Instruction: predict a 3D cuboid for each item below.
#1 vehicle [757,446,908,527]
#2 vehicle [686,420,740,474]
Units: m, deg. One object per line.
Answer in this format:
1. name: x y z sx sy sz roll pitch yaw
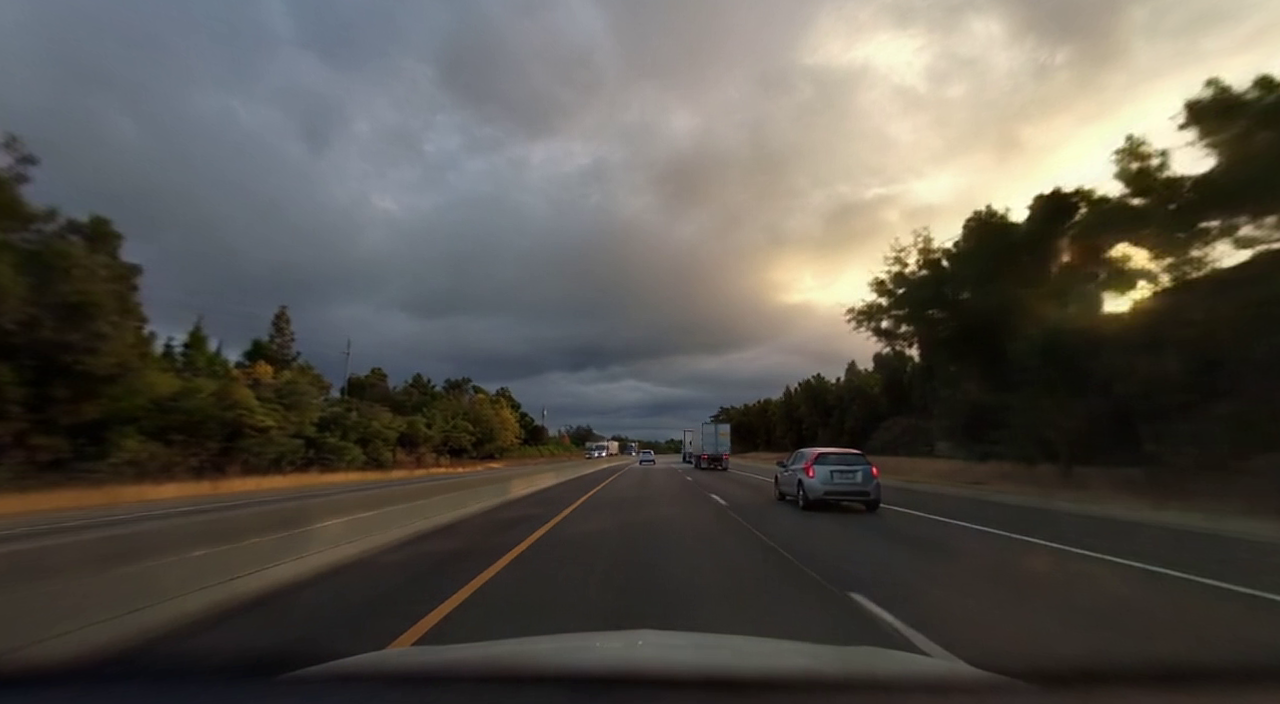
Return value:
1. vehicle: 3.889 2.766 13.511 1.893 1.442 4.039 0 -9 -1
2. vehicle: 5.238 7.157 47.325 2.866 3.558 11.674 0 -9 1
